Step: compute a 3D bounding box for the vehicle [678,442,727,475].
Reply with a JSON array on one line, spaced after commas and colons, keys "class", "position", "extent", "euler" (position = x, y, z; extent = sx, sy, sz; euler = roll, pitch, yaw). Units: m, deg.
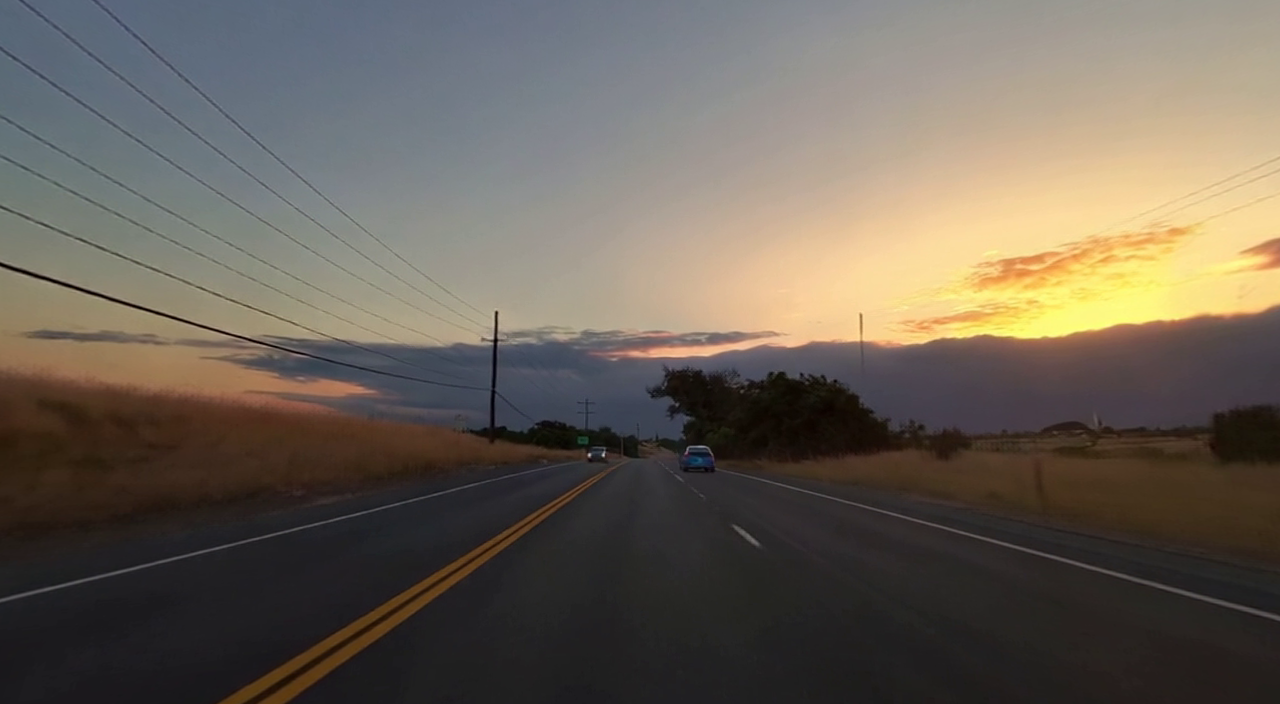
[{"class": "vehicle", "position": [3.330, 5.756, 34.382], "extent": [2.135, 1.692, 4.185], "euler": [0, -9, -1]}]
